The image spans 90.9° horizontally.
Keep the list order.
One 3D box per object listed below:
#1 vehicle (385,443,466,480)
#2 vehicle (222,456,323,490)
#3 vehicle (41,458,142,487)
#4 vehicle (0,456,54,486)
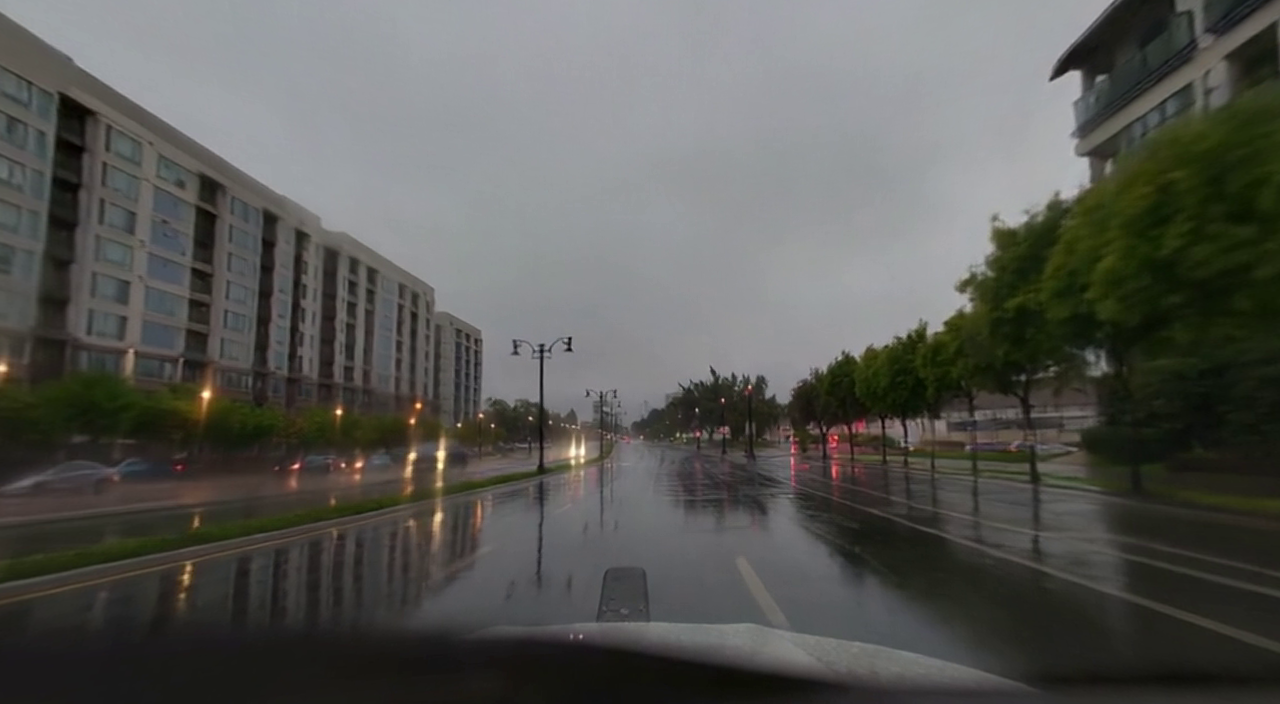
[{"bbox_3d":[-12.513,6.407,37.282,2.237,1.957,5.836,-1,-8,6],"label":"vehicle"},{"bbox_3d":[-18.195,5.979,31.493,1.918,1.498,4.741,-1,-8,4],"label":"vehicle"},{"bbox_3d":[-34.480,7.579,39.691,4.463,1.688,2.078,0,-8,2],"label":"vehicle"},{"bbox_3d":[-40.537,7.551,40.036,4.668,1.773,1.928,0,-8,2],"label":"vehicle"}]
